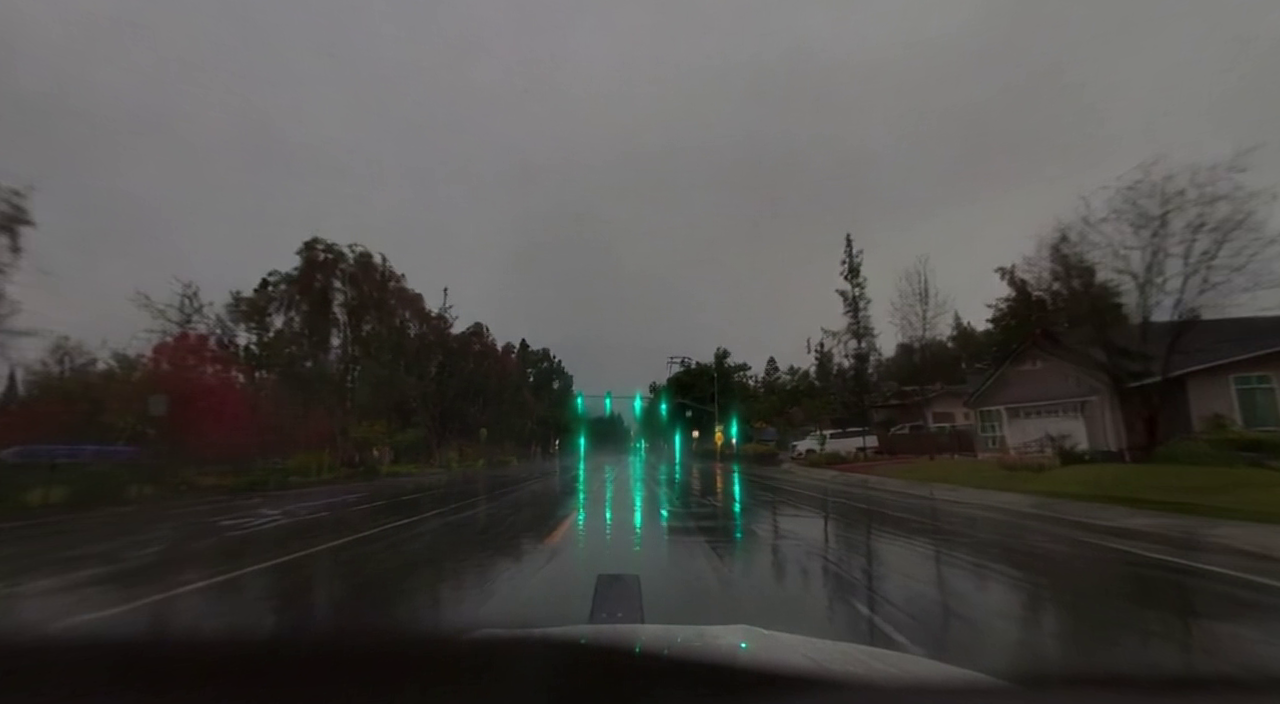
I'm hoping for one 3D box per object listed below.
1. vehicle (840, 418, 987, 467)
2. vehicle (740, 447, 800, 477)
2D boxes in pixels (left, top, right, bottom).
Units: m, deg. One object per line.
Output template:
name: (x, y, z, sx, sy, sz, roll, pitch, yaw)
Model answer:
vehicle: (17.614, 5.874, 41.167, 8.016, 2.965, 3.192, -1, -8, 2)
vehicle: (6.746, 5.726, 33.256, 1.993, 1.461, 4.269, 0, -8, -3)
